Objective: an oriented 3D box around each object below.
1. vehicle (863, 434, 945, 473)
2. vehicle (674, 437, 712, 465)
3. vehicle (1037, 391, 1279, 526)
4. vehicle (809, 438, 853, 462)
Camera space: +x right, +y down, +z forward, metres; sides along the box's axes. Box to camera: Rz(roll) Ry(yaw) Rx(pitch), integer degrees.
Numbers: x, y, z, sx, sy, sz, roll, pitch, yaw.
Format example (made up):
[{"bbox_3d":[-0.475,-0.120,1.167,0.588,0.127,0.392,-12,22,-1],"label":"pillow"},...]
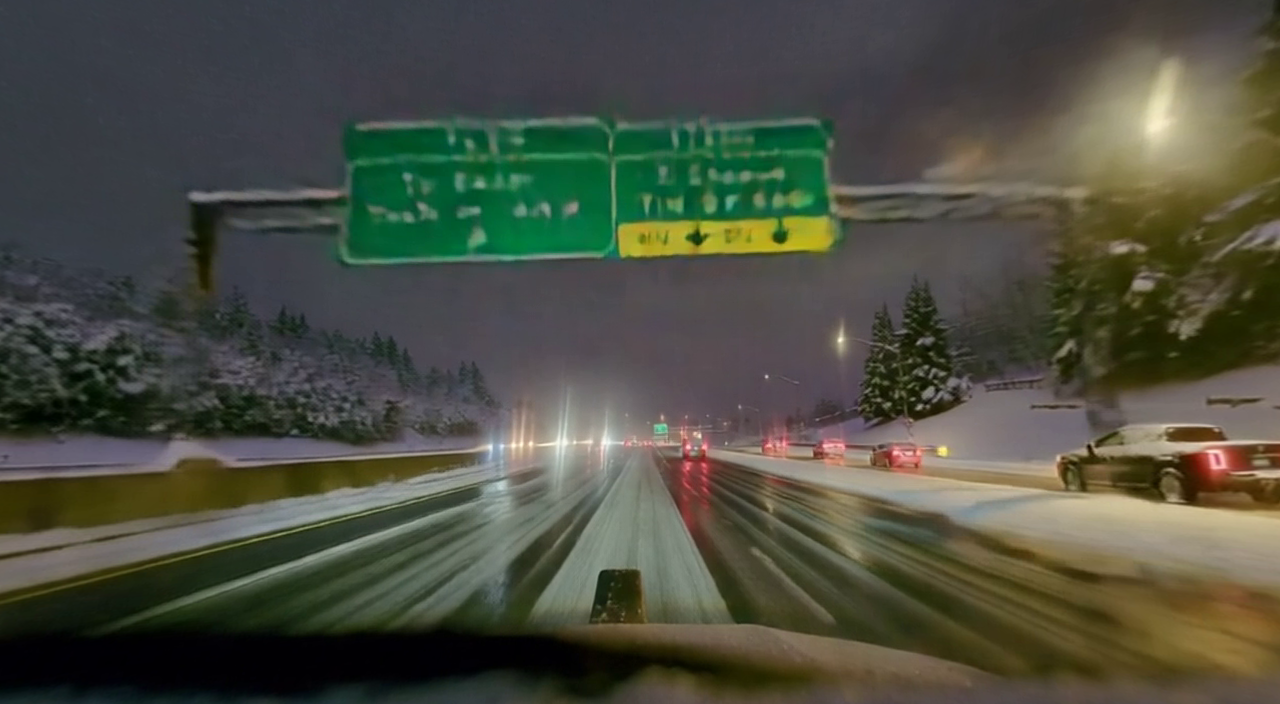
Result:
[{"bbox_3d":[13.064,5.050,31.509,2.116,1.754,4.727,0,-9,1],"label":"vehicle"},{"bbox_3d":[3.574,6.795,43.314,2.147,1.794,4.538,0,-9,0],"label":"vehicle"},{"bbox_3d":[11.549,2.186,13.224,2.442,2.140,6.462,0,-9,3],"label":"vehicle"},{"bbox_3d":[14.354,7.415,47.555,2.020,1.707,4.424,0,-9,1],"label":"vehicle"}]
